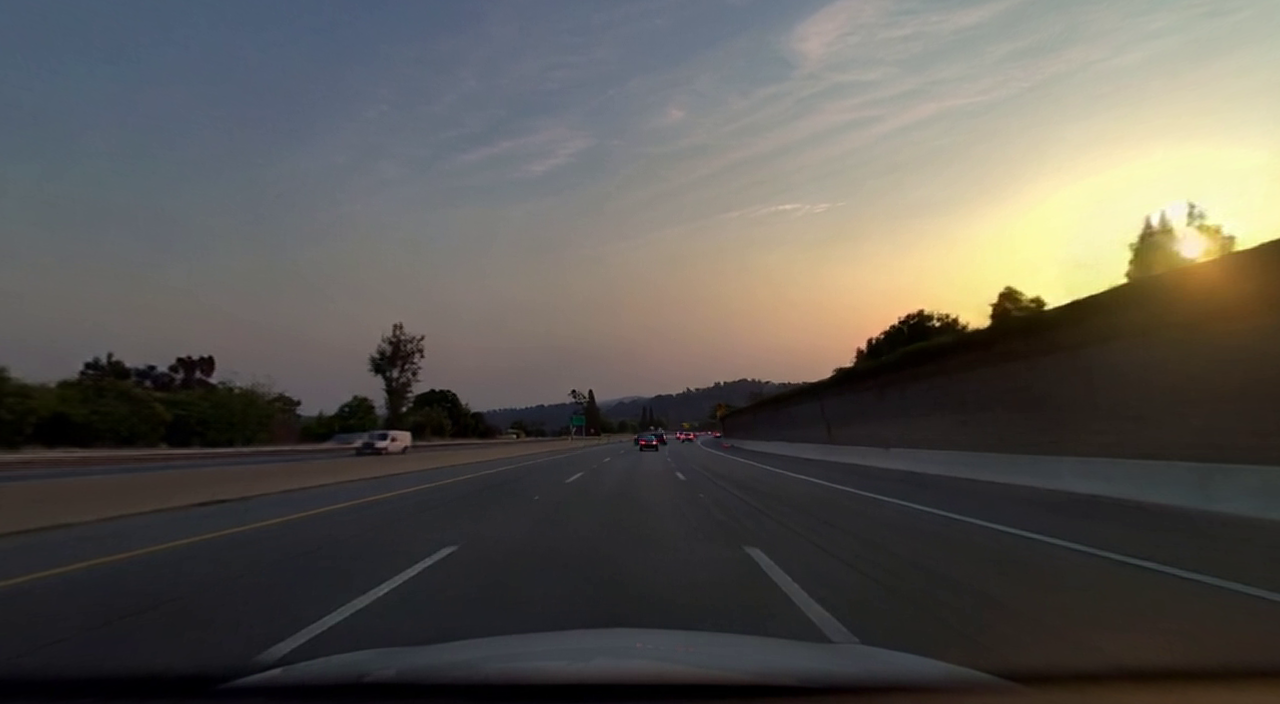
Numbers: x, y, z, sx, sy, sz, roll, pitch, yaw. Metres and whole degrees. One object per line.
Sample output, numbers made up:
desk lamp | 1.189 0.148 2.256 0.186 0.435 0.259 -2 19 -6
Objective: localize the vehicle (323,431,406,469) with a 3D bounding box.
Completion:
vehicle | -14.456 5.154 33.357 2.211 1.875 4.704 0 -8 1
